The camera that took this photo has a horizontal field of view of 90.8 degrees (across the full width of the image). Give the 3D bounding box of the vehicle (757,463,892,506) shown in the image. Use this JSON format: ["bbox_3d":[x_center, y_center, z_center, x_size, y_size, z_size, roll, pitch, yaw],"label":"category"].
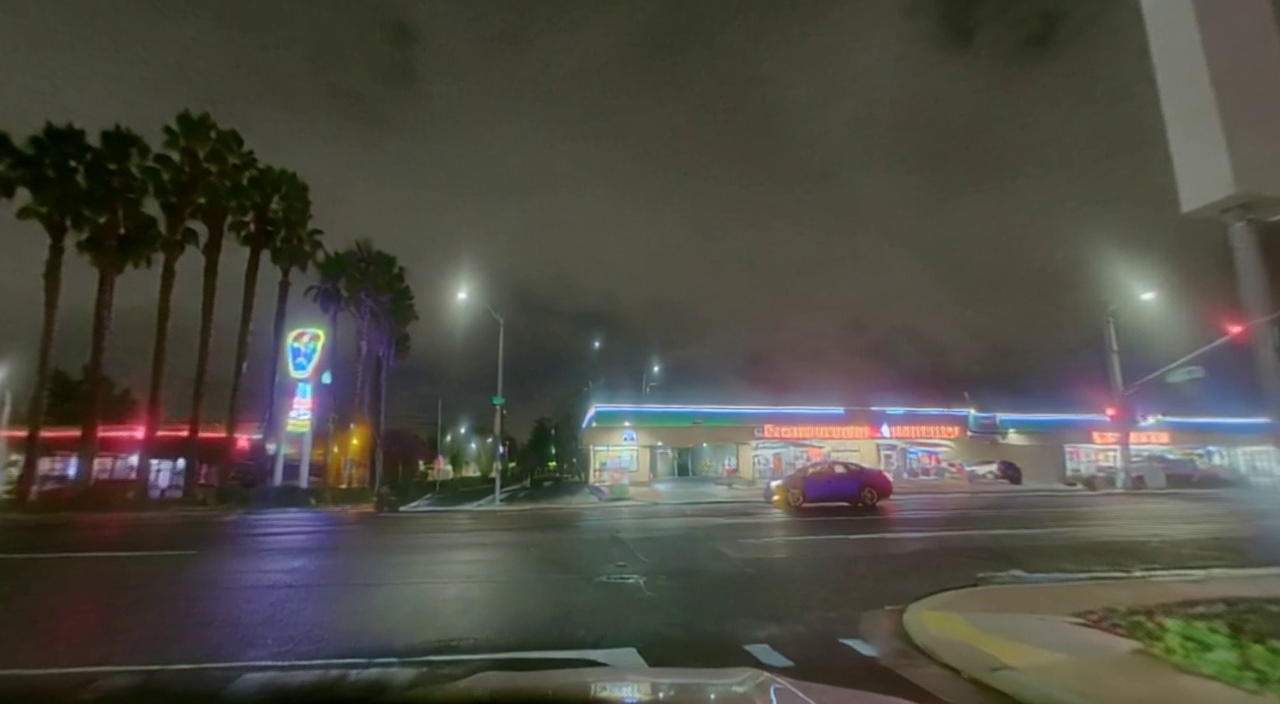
[{"bbox_3d":[7.083,5.092,24.507,4.570,1.480,1.873,1,-9,-7],"label":"vehicle"}]

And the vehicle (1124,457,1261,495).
[{"bbox_3d":[32.853,7.352,37.930,2.490,1.958,5.823,1,-9,-8],"label":"vehicle"}]

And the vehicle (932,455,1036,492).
[{"bbox_3d":[20.041,7.066,36.910,4.880,1.754,2.202,0,-5,-9],"label":"vehicle"}]

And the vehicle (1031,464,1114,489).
[{"bbox_3d":[29.196,8.424,42.838,2.074,1.480,4.369,1,-9,-10],"label":"vehicle"}]
